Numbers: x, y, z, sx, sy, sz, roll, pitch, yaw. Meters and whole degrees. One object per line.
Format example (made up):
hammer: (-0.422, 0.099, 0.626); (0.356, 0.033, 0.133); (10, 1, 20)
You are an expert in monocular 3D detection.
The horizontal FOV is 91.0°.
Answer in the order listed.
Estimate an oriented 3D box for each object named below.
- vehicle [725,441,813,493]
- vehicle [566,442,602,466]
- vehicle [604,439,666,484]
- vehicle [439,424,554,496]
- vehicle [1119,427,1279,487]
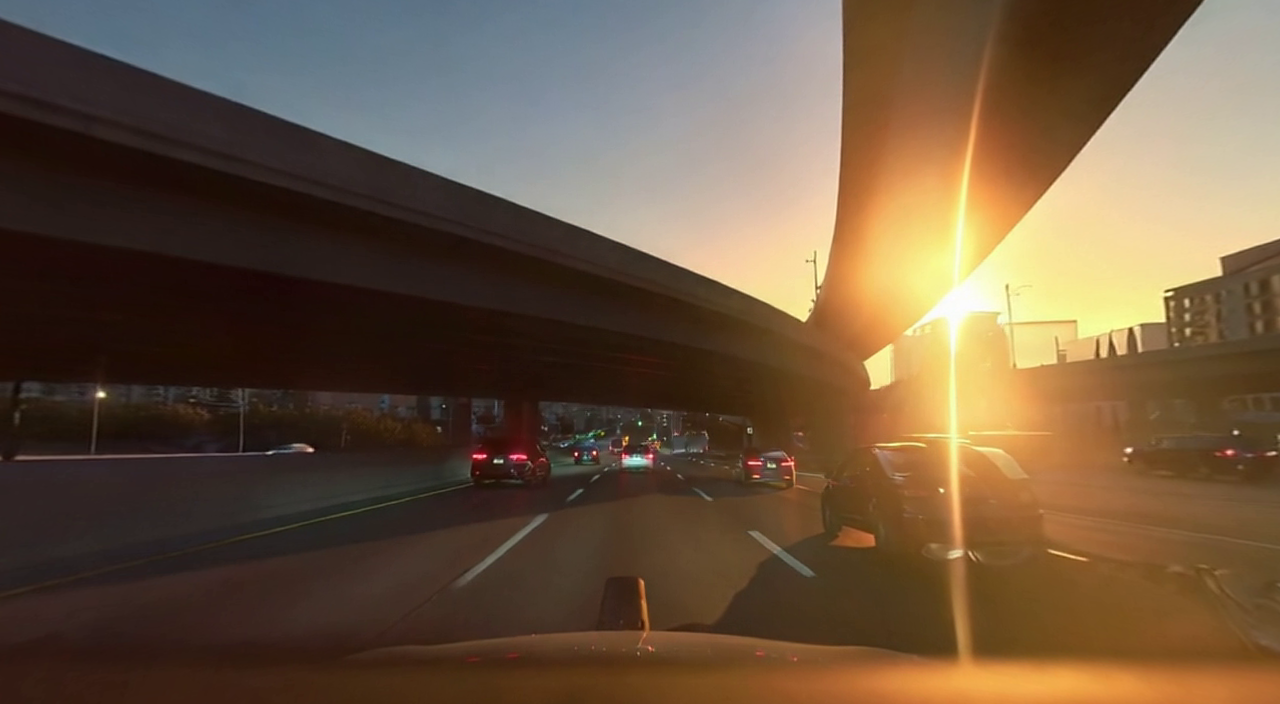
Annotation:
vehicle: (4.046, 3.661, 20.479); (1.974, 1.490, 3.994); (0, -8, 0)
vehicle: (-3.594, 6.610, 40.984); (1.868, 1.431, 4.055); (0, -8, 2)
vehicle: (-0.155, 4.034, 23.509); (2.089, 1.493, 3.964); (0, -8, 1)
vehicle: (-3.968, 3.086, 18.371); (2.142, 1.819, 4.648); (0, -8, 1)
vehicle: (21.962, 3.999, 24.383); (2.376, 1.988, 6.109); (0, -8, 5)
